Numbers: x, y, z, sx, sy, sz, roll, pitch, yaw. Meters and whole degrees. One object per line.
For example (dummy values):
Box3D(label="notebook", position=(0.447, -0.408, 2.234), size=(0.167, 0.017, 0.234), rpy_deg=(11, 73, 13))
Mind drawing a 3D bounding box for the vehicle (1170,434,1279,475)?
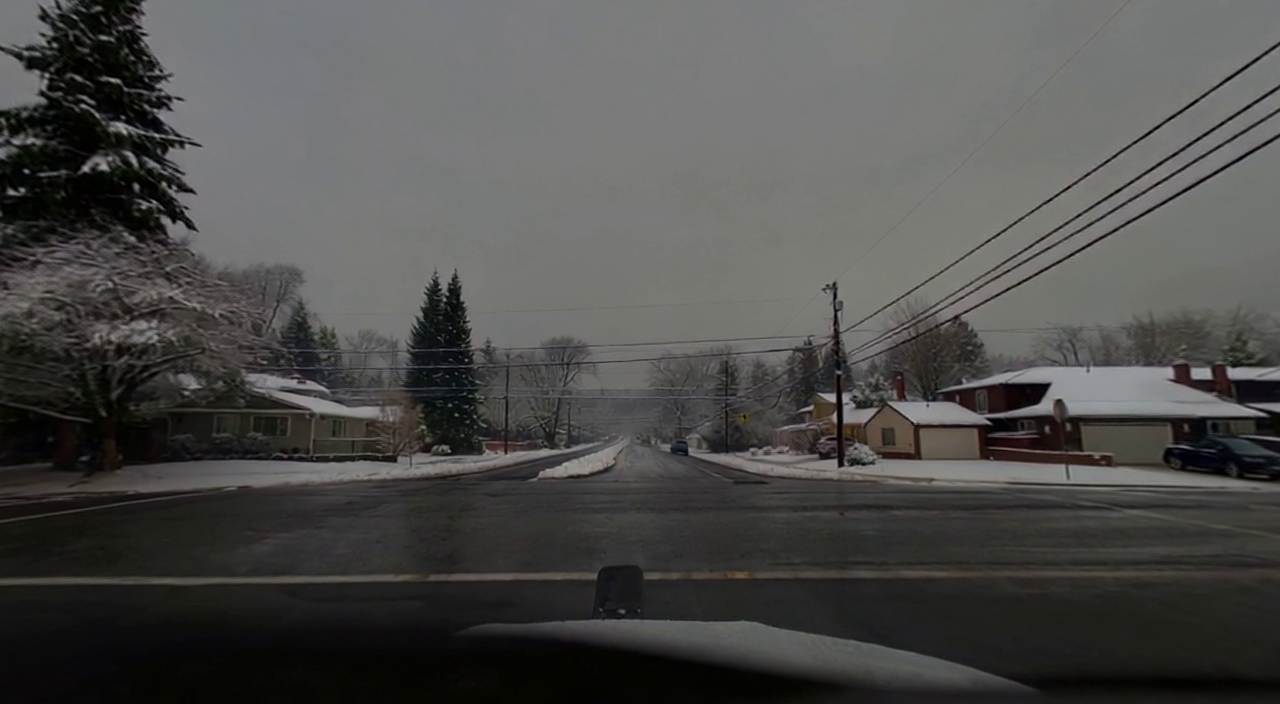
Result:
Box3D(label="vehicle", position=(26.563, 4.442, 27.608), size=(2.152, 1.606, 5.402), rpy_deg=(0, -8, 1))
